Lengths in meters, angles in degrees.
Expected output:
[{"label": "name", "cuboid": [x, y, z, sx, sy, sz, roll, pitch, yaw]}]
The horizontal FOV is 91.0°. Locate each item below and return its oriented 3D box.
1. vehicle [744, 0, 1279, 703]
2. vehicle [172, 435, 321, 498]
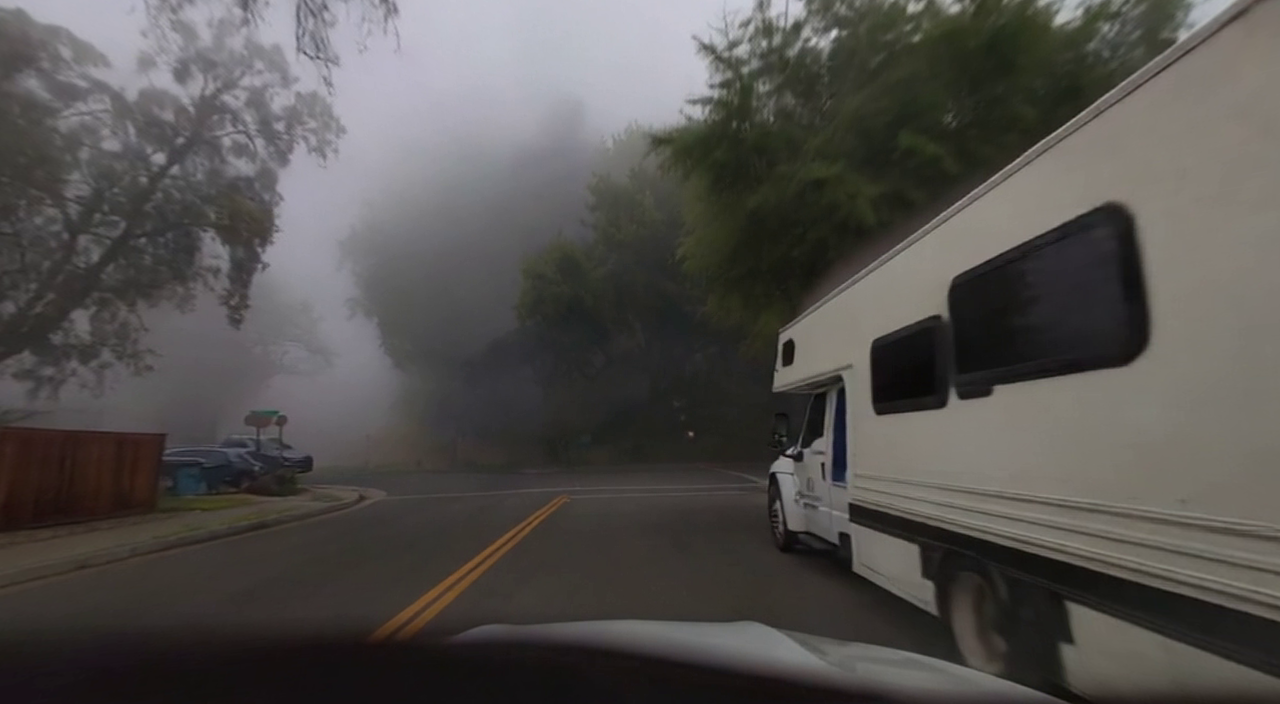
[{"label": "vehicle", "cuboid": [3.154, 0.512, 5.327, 2.915, 3.243, 8.972, 0, -8, -1]}, {"label": "vehicle", "cuboid": [-12.942, 3.757, 21.156, 2.111, 1.856, 4.803, 0, -8, -4]}]
